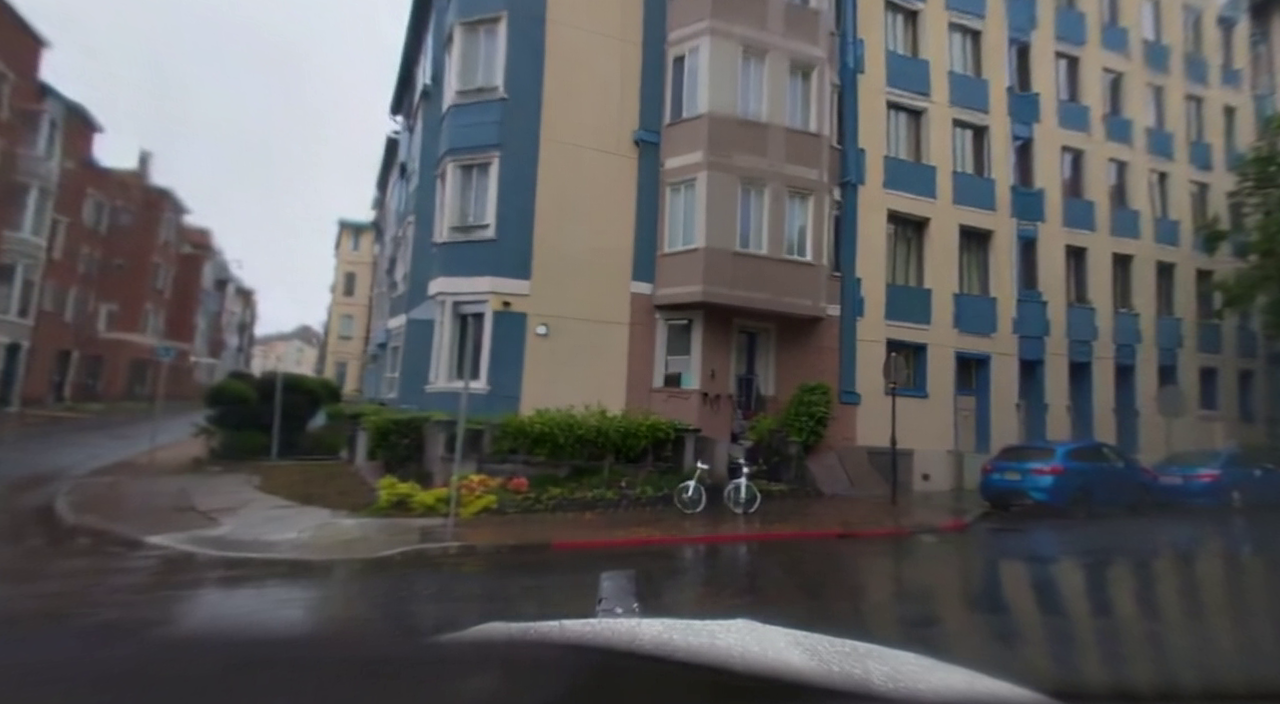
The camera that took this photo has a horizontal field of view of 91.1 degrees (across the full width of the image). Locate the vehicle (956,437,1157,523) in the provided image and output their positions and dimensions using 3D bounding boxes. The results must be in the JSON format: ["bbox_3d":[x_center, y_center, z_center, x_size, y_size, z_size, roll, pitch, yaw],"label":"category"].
[{"bbox_3d":[8.376,2.476,12.680,3.414,1.519,1.719,3,-8,-24],"label":"vehicle"}]

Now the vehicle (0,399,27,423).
[{"bbox_3d":[-41.716,3.898,41.255,1.777,1.459,3.676,7,-10,-41],"label":"vehicle"}]

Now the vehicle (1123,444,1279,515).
[{"bbox_3d":[13.767,2.893,14.773,4.294,1.427,1.830,3,-8,-22],"label":"vehicle"}]

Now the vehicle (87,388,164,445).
[{"bbox_3d":[-20.795,2.671,25.448,2.072,2.074,4.358,6,-10,-39],"label":"vehicle"}]
